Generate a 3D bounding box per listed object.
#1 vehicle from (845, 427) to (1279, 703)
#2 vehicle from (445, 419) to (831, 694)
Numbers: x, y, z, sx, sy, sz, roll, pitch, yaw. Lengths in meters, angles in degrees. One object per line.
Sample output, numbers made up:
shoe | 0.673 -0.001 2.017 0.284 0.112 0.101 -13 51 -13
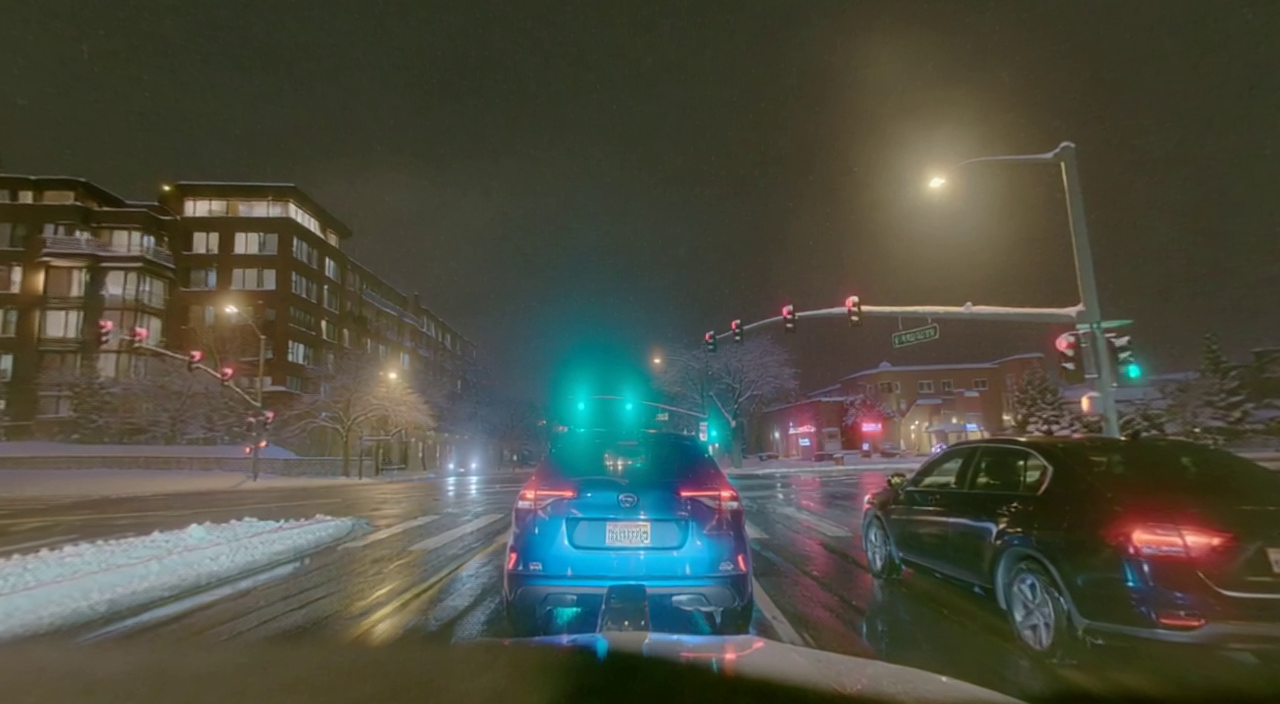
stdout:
vehicle | 3.355 1.397 5.184 1.860 1.430 4.089 0 -8 -1
vehicle | -0.054 1.416 5.547 2.094 1.481 4.078 0 -8 -1
